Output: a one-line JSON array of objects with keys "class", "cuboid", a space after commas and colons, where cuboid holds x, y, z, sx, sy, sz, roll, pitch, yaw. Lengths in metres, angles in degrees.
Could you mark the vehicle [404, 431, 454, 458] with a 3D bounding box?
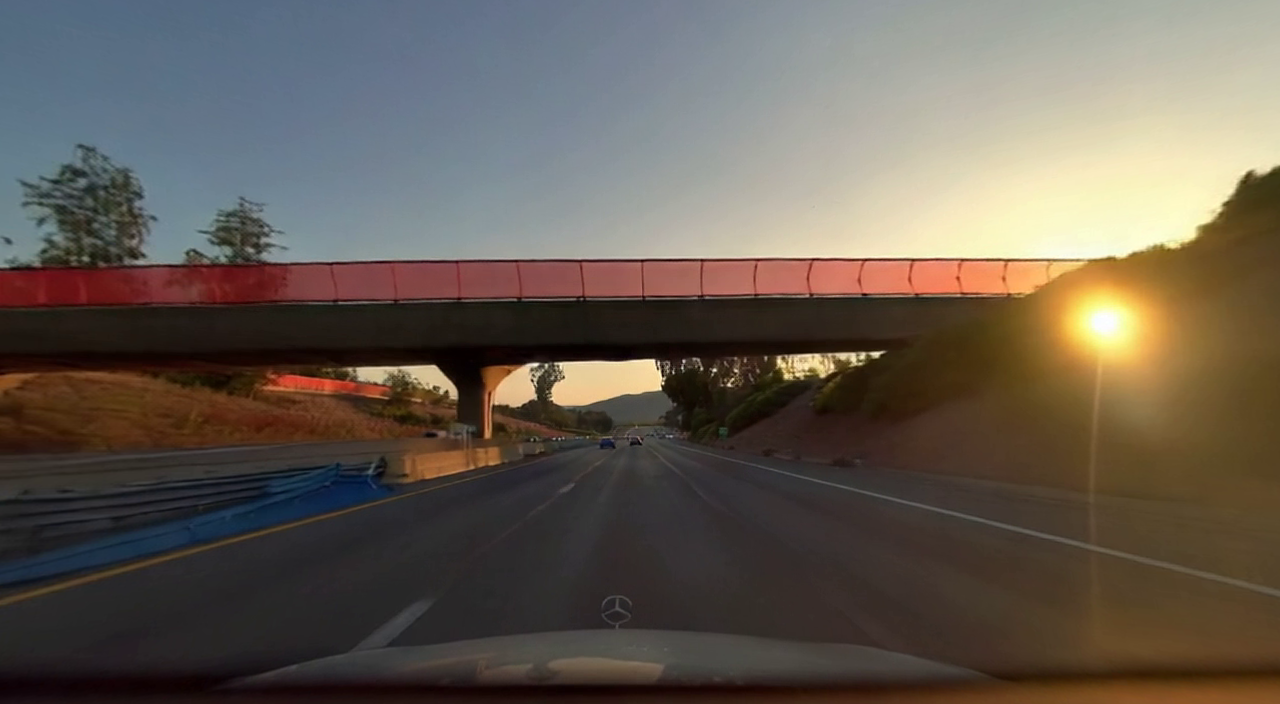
[{"class": "vehicle", "cuboid": [-15.964, 7.005, 47.996, 2.067, 1.946, 4.734, 0, -8, 0]}]
